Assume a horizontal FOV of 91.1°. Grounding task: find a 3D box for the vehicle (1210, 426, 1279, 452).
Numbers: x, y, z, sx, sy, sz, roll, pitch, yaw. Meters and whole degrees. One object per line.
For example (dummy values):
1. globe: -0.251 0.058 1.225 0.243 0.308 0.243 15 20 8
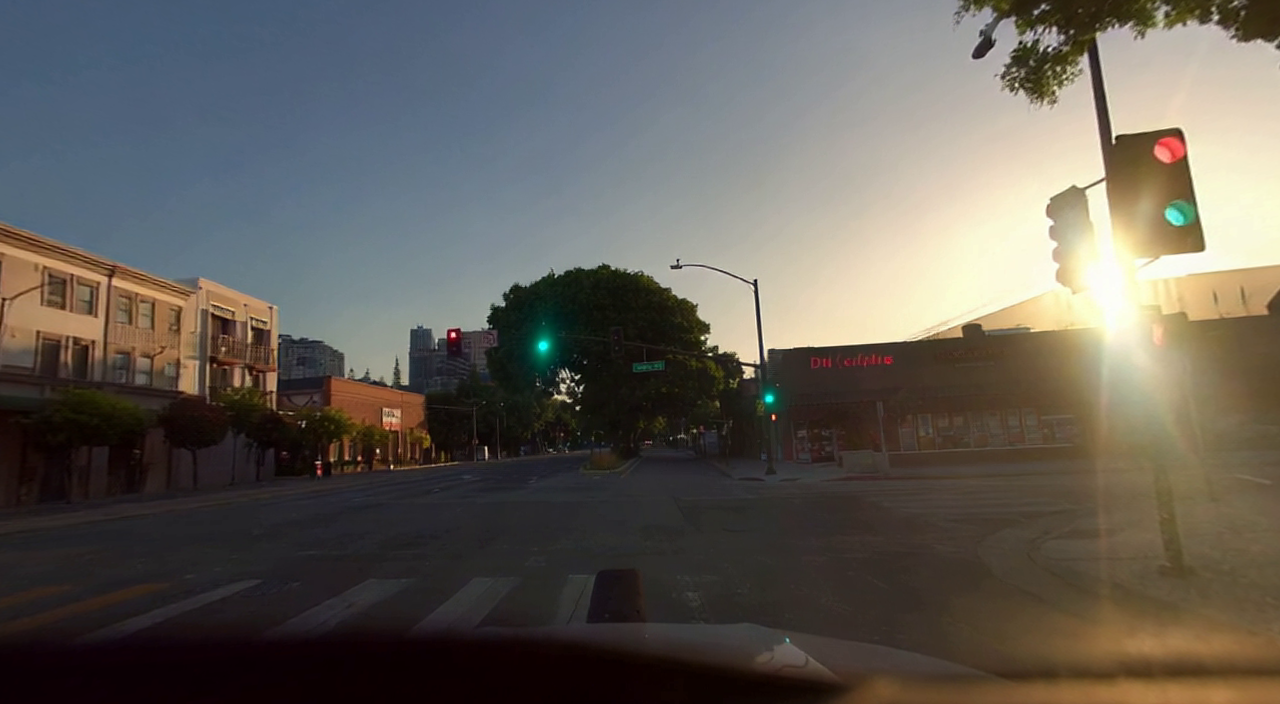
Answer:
1. vehicle: 35.295 4.893 35.279 4.493 1.453 1.849 0 -9 3
